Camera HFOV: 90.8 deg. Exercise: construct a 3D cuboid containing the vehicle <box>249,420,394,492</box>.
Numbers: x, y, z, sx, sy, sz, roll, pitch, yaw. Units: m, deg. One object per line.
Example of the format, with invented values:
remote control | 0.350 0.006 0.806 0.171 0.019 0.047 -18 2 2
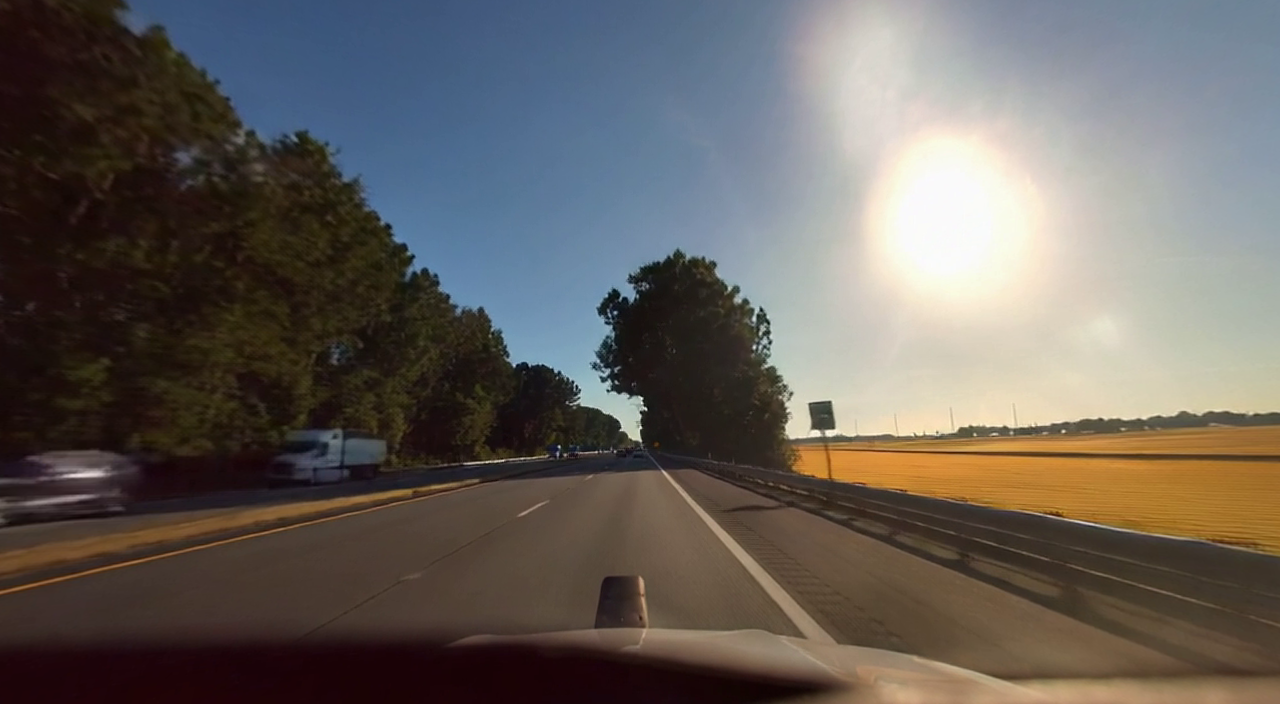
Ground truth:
vehicle | -16.478 5.526 33.657 2.906 3.286 8.867 0 -9 1
